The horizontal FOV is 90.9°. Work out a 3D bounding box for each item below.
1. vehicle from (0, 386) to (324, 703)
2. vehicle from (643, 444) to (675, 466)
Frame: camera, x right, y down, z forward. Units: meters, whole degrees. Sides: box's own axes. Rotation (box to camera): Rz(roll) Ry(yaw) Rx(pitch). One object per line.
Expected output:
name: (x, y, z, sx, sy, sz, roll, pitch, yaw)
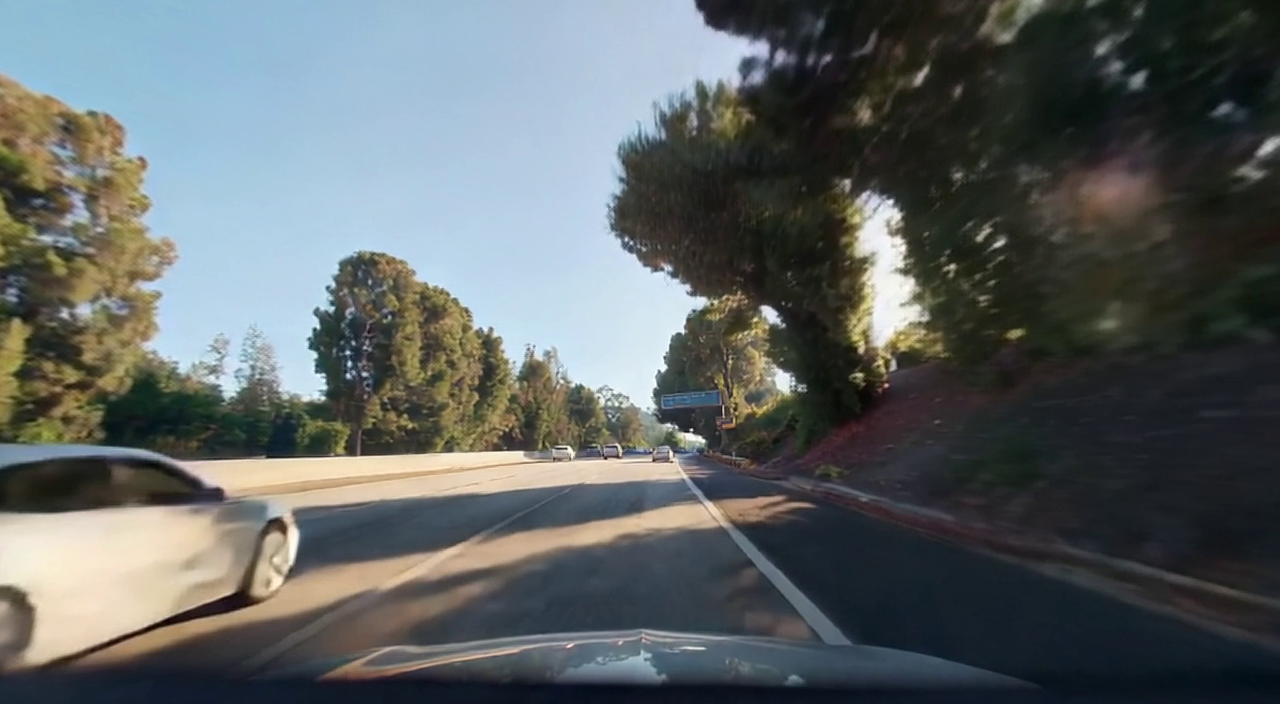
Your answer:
vehicle: (-3.466, 0.927, 2.565, 2.024, 1.531, 4.431, 0, -8, 0)
vehicle: (1.375, 7.195, 44.305, 2.113, 1.464, 4.073, 0, -8, 3)
